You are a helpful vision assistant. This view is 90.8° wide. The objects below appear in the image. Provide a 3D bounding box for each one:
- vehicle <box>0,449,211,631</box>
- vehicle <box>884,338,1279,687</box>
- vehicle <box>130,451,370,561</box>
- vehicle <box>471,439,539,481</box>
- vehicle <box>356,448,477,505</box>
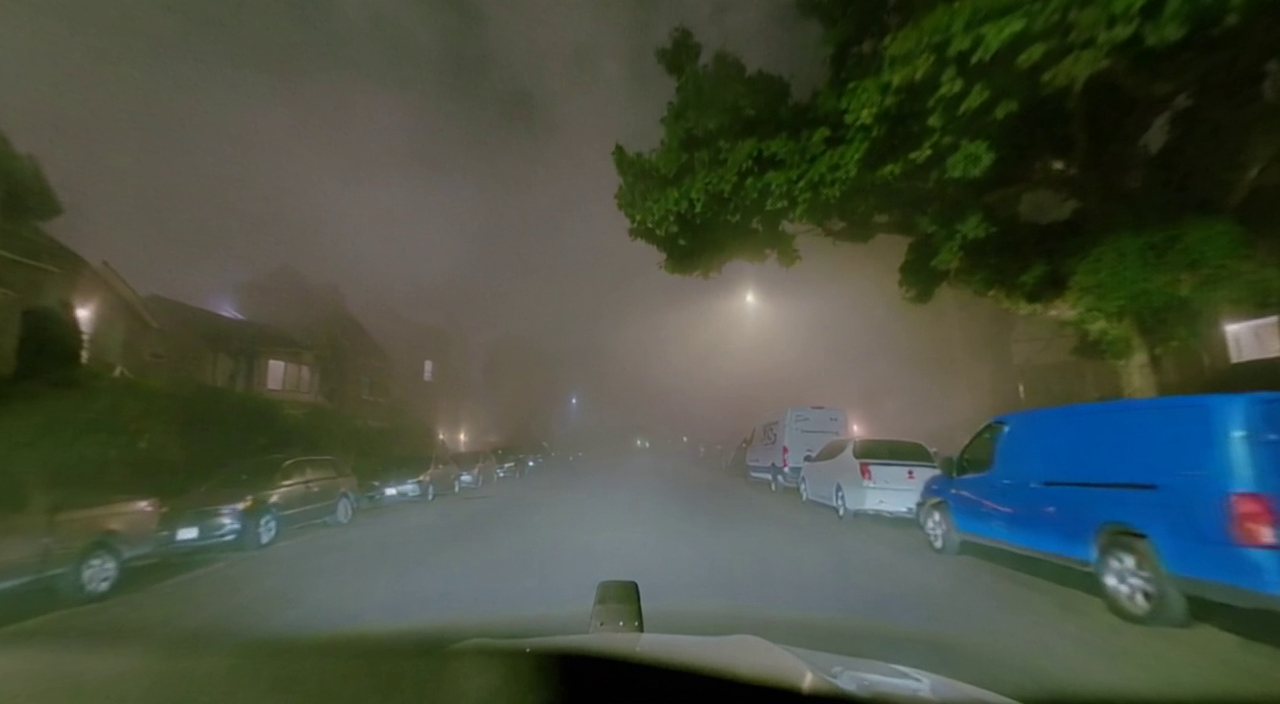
[{"bbox_3d":[-6.353,1.667,5.487,1.840,1.476,4.739,-2,-8,2],"label":"vehicle"},{"bbox_3d":[4.506,1.251,6.044,2.072,1.883,5.576,0,-8,0],"label":"vehicle"},{"bbox_3d":[-6.623,2.578,11.451,1.731,1.423,4.504,-2,-8,-4],"label":"vehicle"},{"bbox_3d":[-6.515,5.269,31.226,2.162,1.846,5.426,-1,-8,0],"label":"vehicle"},{"bbox_3d":[-6.560,3.671,19.225,1.869,1.467,4.921,-1,-8,0],"label":"vehicle"}]
